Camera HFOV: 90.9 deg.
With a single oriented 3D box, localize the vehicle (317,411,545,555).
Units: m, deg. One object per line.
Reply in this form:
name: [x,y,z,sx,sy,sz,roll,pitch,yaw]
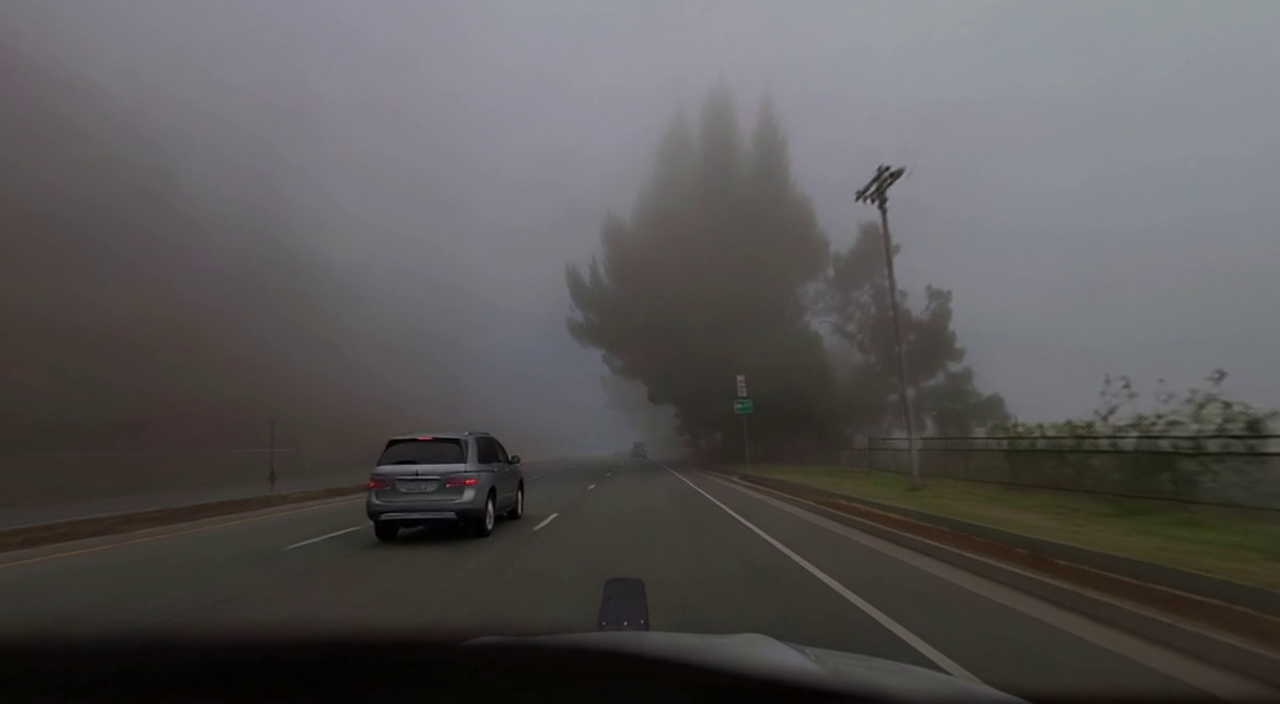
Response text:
vehicle: [-3.092,2.058,10.651,2.160,1.855,4.695,0,-8,1]
